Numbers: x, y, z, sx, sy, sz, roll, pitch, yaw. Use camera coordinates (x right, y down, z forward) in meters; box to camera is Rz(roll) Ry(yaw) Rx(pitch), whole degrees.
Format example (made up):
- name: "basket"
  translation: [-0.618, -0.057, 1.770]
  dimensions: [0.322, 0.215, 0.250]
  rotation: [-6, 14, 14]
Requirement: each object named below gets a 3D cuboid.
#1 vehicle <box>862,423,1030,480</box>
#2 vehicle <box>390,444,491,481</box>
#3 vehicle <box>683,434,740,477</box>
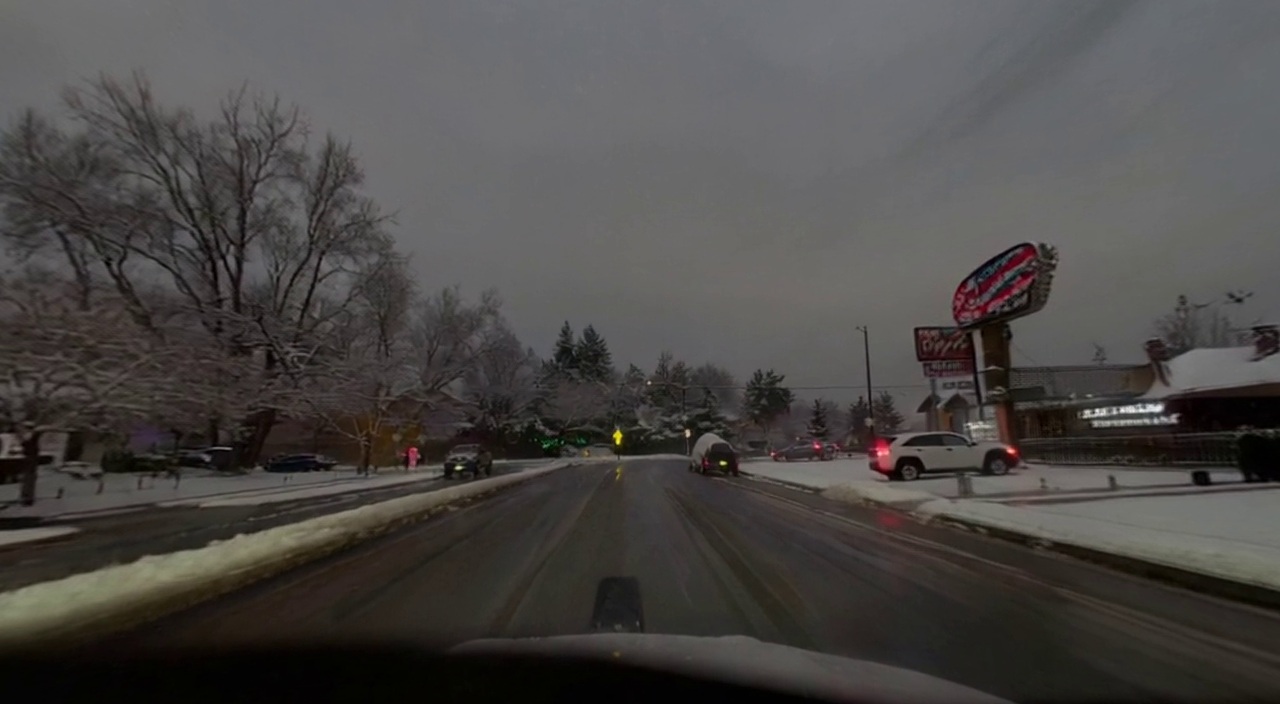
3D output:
- name: "vehicle"
  translation: [10.461, 3.450, 21.922]
  dimensions: [4.733, 1.843, 2.005]
  rotation: [0, -8, 1]
- name: "vehicle"
  translation: [-10.347, 5.733, 33.005]
  dimensions: [4.620, 1.695, 2.004]
  rotation: [5, -11, -40]
- name: "vehicle"
  translation: [3.380, 5.006, 30.773]
  dimensions: [2.051, 1.925, 4.625]
  rotation: [0, -8, -3]
